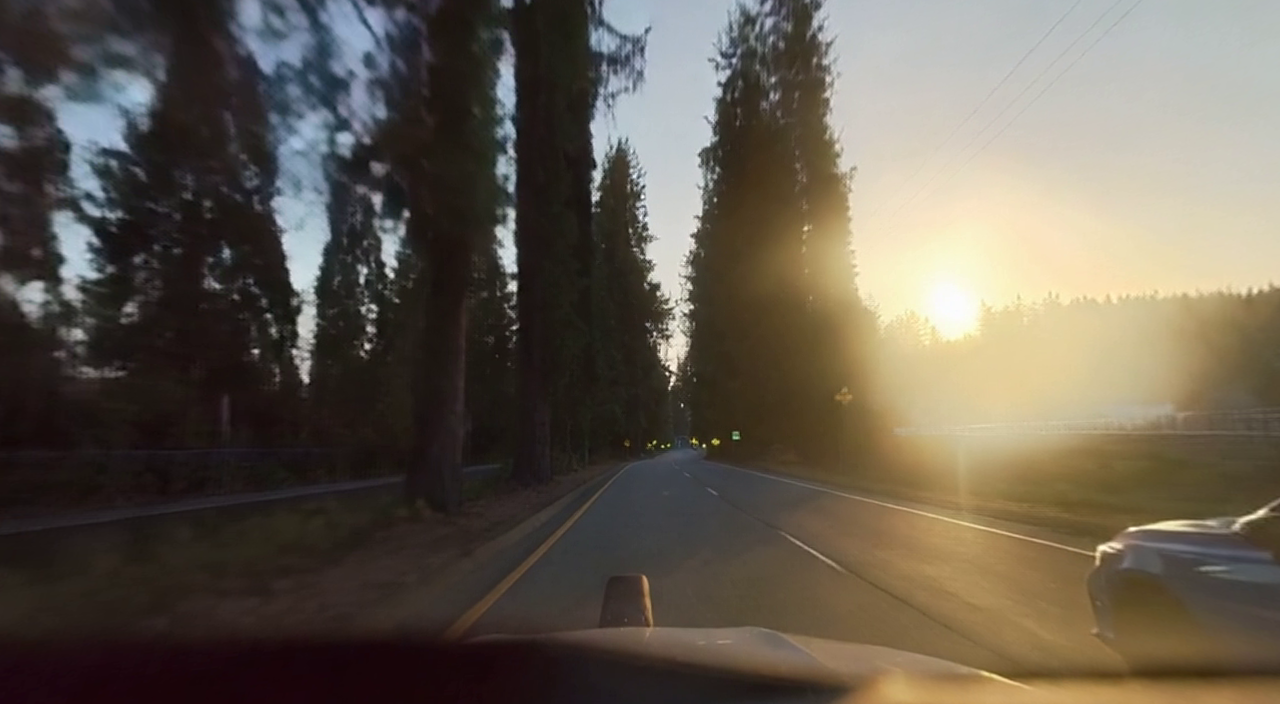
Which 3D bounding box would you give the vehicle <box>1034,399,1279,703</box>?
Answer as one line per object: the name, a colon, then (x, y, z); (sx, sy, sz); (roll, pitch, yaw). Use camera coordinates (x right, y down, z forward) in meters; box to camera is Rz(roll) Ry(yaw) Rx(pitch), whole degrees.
vehicle: (3.446, 0.787, 1.420); (2.061, 1.503, 4.823); (0, -9, 1)
